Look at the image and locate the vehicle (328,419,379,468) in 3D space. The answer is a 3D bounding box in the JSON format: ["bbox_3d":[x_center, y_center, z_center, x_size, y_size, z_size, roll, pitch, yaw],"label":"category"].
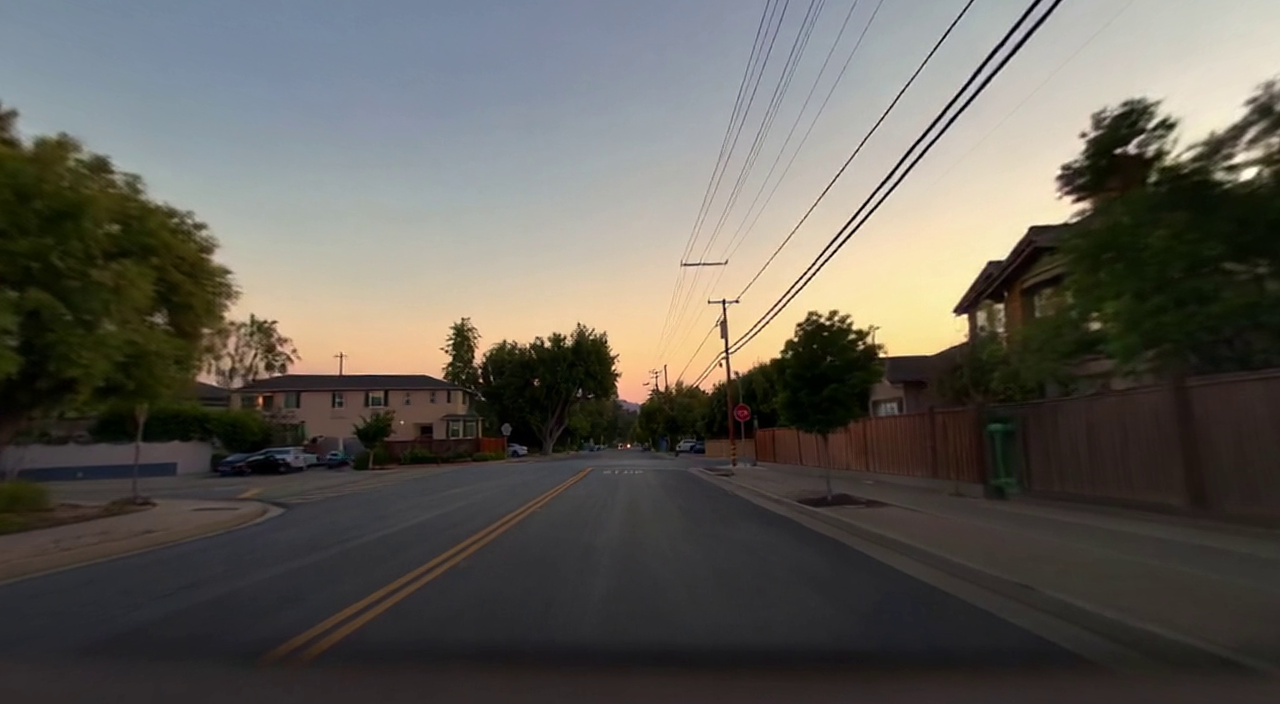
[{"bbox_3d":[-20.458,6.731,45.323,2.842,3.181,8.576,4,-11,-23],"label":"vehicle"}]

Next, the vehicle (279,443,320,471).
[{"bbox_3d":[-23.908,7.334,44.469,2.083,1.802,4.455,4,-9,-24],"label":"vehicle"}]

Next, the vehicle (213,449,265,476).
[{"bbox_3d":[-24.255,6.671,38.374,1.955,1.448,4.542,3,-9,-24],"label":"vehicle"}]
